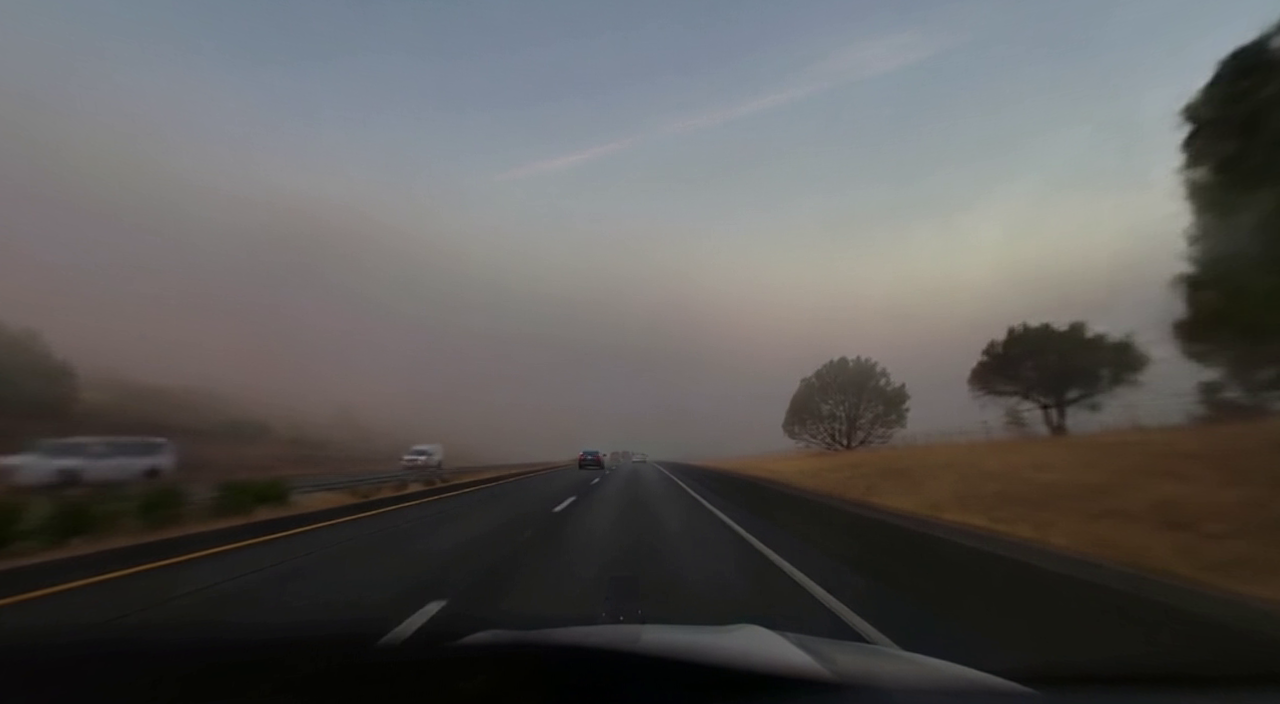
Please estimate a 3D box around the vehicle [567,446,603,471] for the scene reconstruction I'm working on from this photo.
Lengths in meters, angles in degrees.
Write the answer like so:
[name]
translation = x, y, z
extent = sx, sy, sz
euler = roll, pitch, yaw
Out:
[vehicle]
translation = -3.950, 7.749, 45.809
extent = 2.132, 1.701, 4.303
euler = 0, -9, 1
